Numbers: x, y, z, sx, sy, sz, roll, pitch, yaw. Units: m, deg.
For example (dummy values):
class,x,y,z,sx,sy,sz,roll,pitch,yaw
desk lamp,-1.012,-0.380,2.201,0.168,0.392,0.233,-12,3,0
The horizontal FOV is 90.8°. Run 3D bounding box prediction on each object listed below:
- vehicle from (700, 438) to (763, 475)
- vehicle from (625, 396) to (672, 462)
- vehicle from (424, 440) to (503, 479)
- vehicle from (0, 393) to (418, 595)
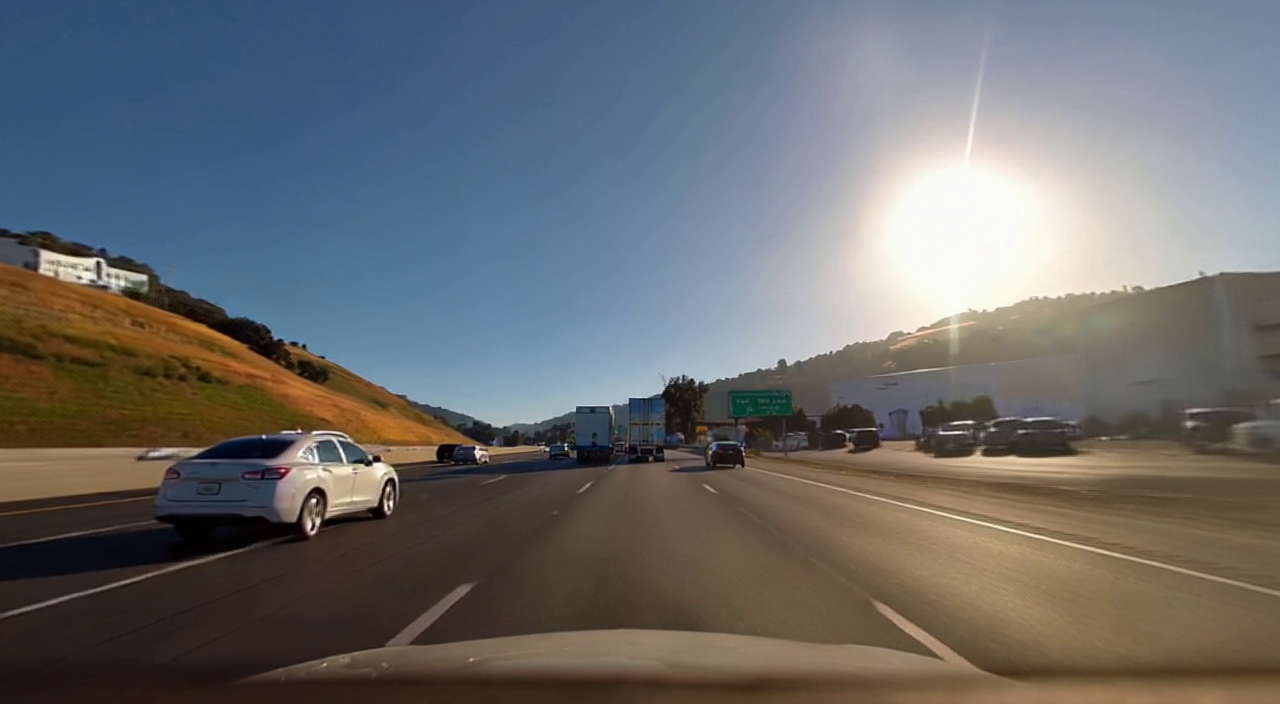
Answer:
class,x,y,z,sx,sy,sz,roll,pitch,yaw
vehicle,3.845,4.458,27.230,2.006,1.452,4.246,0,-9,-1
vehicle,0.514,5.631,44.906,2.969,4.104,10.906,0,-9,0
vehicle,-7.186,4.410,26.251,1.891,1.460,4.506,0,-8,1
vehicle,-4.692,1.565,7.808,2.122,1.754,4.379,0,-9,3
